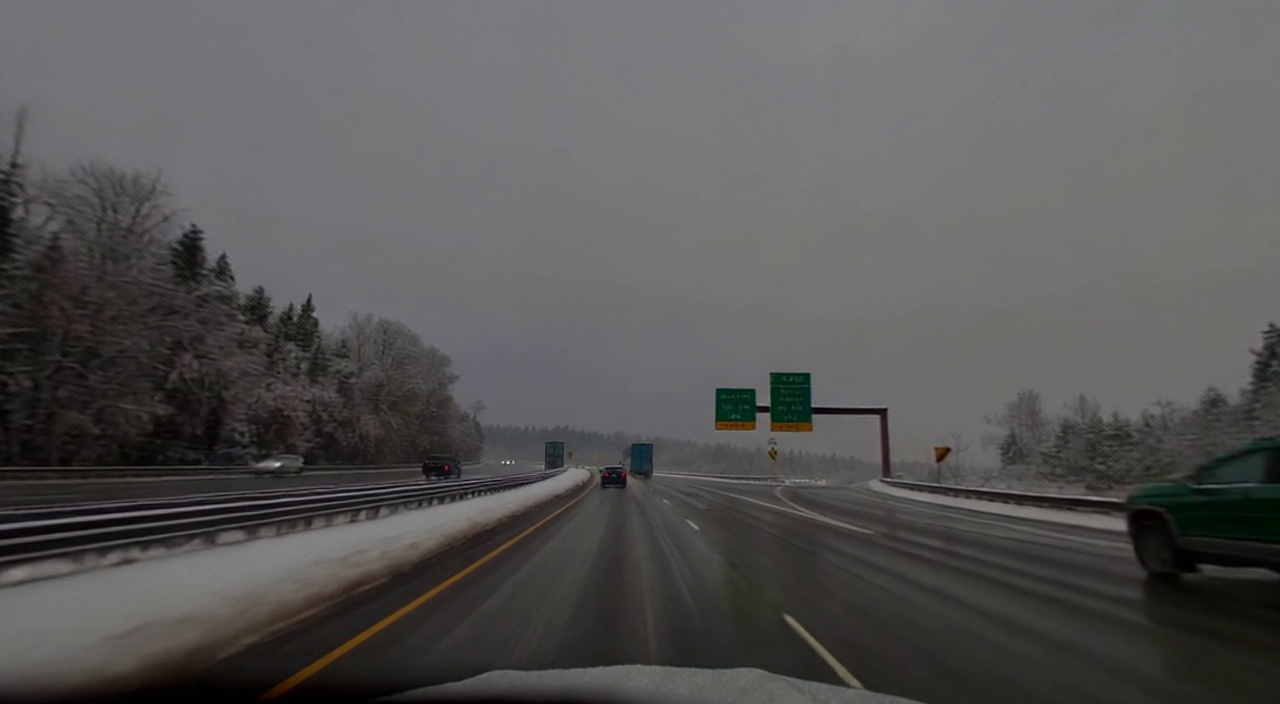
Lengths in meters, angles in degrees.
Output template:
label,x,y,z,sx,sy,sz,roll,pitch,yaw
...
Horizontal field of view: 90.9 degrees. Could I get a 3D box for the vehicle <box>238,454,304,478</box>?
label,x,y,z,sx,sy,sz,roll,pitch,yaw
vehicle,-24.724,7.672,42.404,1.860,1.461,4.438,2,-10,-2

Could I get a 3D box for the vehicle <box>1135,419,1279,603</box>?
label,x,y,z,sx,sy,sz,roll,pitch,yaw
vehicle,7.244,1.472,5.637,1.998,1.776,4.663,0,-11,4

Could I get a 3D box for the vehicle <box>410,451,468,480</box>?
label,x,y,z,sx,sy,sz,roll,pitch,yaw
vehicle,-12.082,6.886,38.138,1.952,1.618,4.859,1,-10,-1

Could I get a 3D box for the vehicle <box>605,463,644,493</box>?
label,x,y,z,sx,sy,sz,roll,pitch,yaw
vehicle,-0.843,6.781,34.060,1.987,1.467,3.903,1,-10,-2
